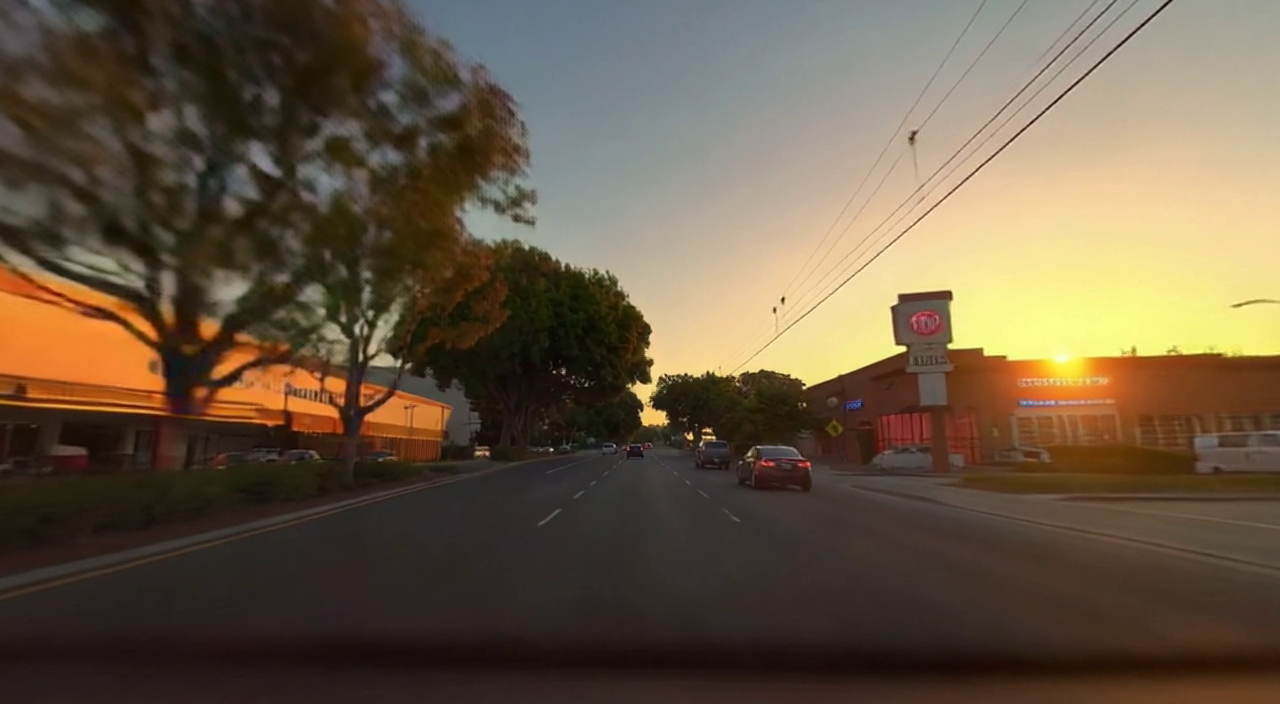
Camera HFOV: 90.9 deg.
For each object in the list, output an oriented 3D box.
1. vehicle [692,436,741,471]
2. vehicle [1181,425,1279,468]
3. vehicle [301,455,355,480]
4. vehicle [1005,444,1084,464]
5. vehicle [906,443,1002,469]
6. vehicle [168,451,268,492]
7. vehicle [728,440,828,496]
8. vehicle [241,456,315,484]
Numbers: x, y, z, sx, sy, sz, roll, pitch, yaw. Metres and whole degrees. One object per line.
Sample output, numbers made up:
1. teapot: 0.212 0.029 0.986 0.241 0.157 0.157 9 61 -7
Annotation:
1. vehicle: 4.413 5.968 37.108 2.140 1.921 4.431 0 -8 -2
2. vehicle: 31.609 4.851 32.462 5.184 2.130 2.349 0 -8 0
3. vehicle: -22.835 8.429 46.342 1.822 1.551 4.295 -3 -8 -1
4. vehicle: 30.891 7.806 48.213 4.587 1.468 2.153 1 -8 -4
5. vehicle: 18.363 6.083 36.990 4.502 1.459 2.082 0 -8 -3
6. vehicle: -22.475 6.322 33.830 2.058 1.837 4.990 -3 -8 -2
7. vehicle: 3.966 3.401 18.935 1.916 1.459 4.335 0 -8 -2
8. vehicle: -22.783 7.397 39.887 1.833 1.534 4.821 0 -8 -1
